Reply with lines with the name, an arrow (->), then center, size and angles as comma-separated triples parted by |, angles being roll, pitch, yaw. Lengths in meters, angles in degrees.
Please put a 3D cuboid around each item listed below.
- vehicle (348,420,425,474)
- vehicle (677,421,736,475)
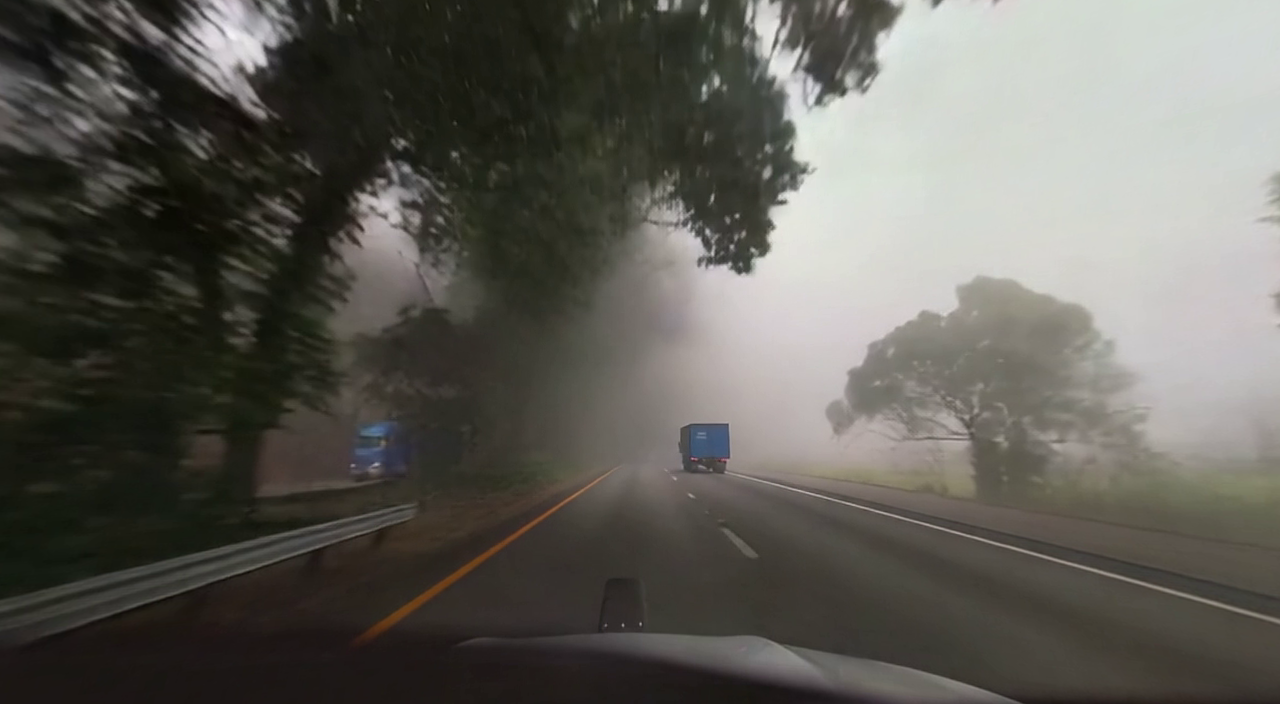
vehicle -> -18.436, 6.989, 46.343 | 3.021, 3.652, 5.902 | 0, -9, 1
vehicle -> 3.655, 5.472, 35.883 | 2.572, 2.795, 5.978 | 0, -9, -1
